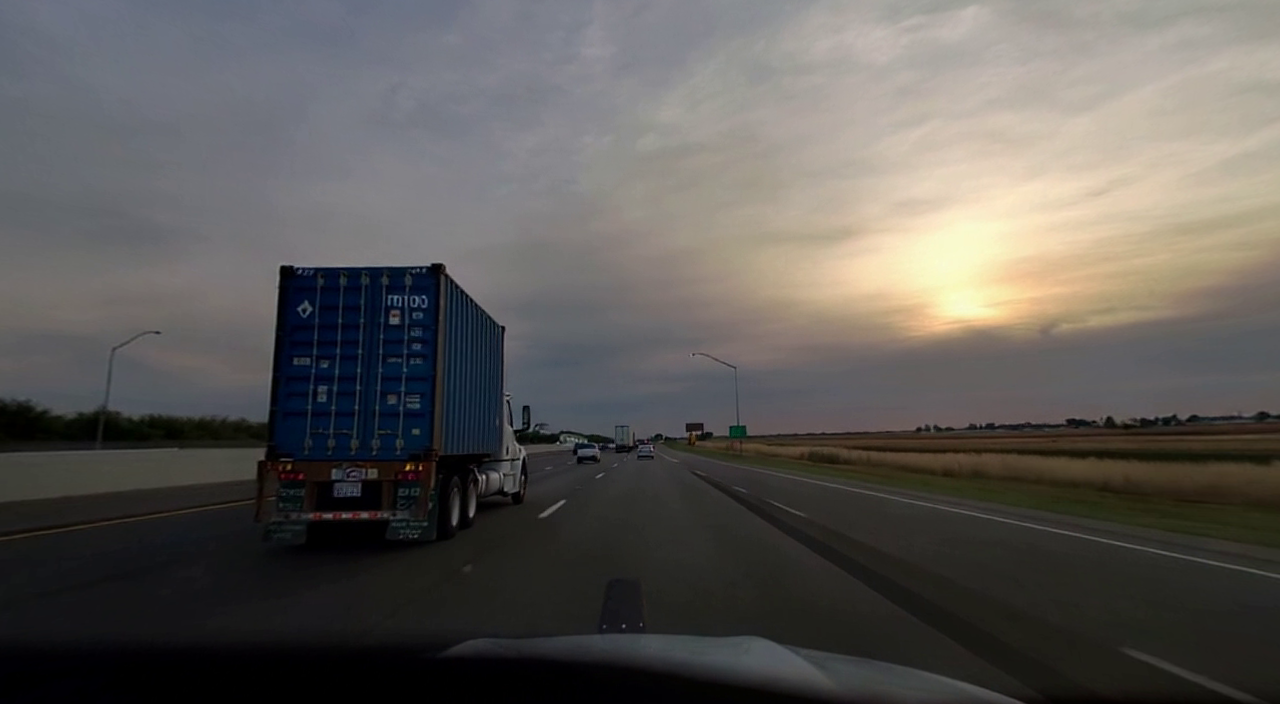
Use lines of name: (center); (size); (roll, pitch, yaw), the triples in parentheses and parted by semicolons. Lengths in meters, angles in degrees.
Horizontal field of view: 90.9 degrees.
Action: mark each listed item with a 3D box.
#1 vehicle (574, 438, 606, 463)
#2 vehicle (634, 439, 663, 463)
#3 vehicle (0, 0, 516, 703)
vehicle: (-3.643, 7.272, 46.573); (1.995, 1.745, 4.187); (0, -8, 1)
vehicle: (0.657, 7.597, 48.603); (2.136, 1.718, 4.157); (0, -8, 0)
vehicle: (-3.966, 0.080, 5.128); (2.840, 4.032, 13.388); (0, -8, 2)
